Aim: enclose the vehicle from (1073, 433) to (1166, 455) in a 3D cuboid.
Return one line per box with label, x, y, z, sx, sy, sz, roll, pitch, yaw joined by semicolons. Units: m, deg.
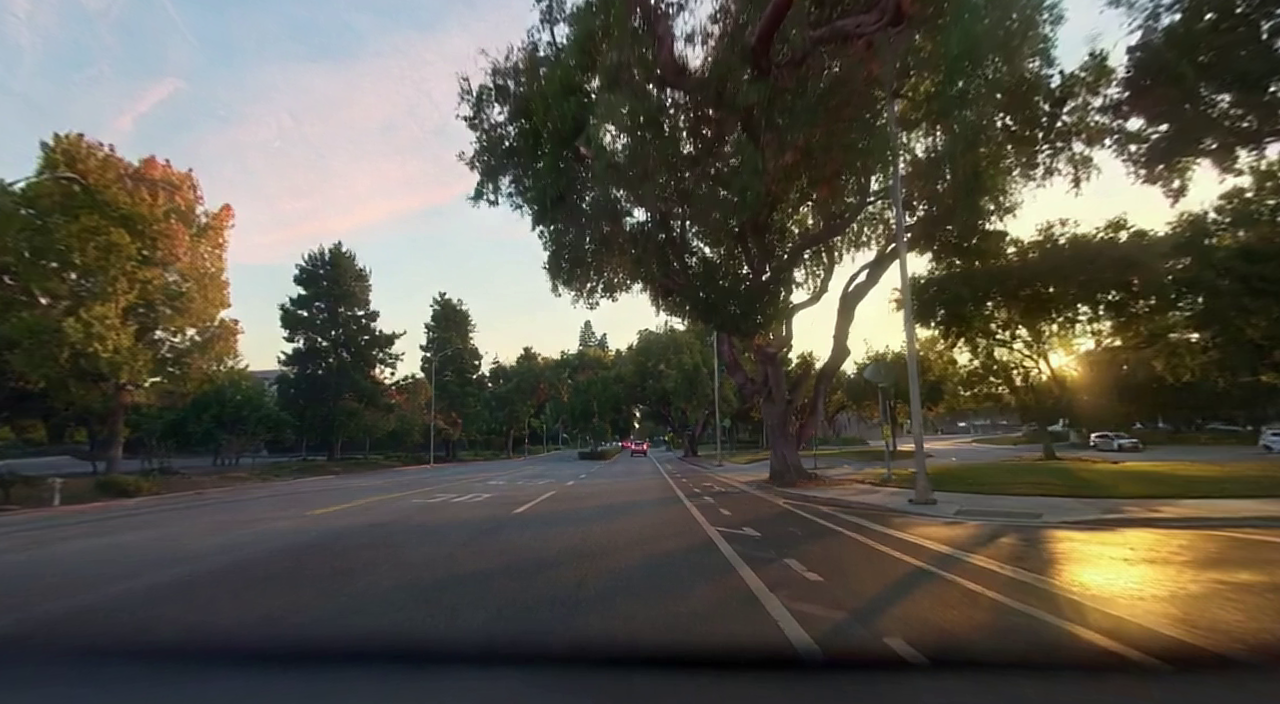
vehicle;33.367;6.412;44.052;4.864;1.474;1.871;0;-8;2
